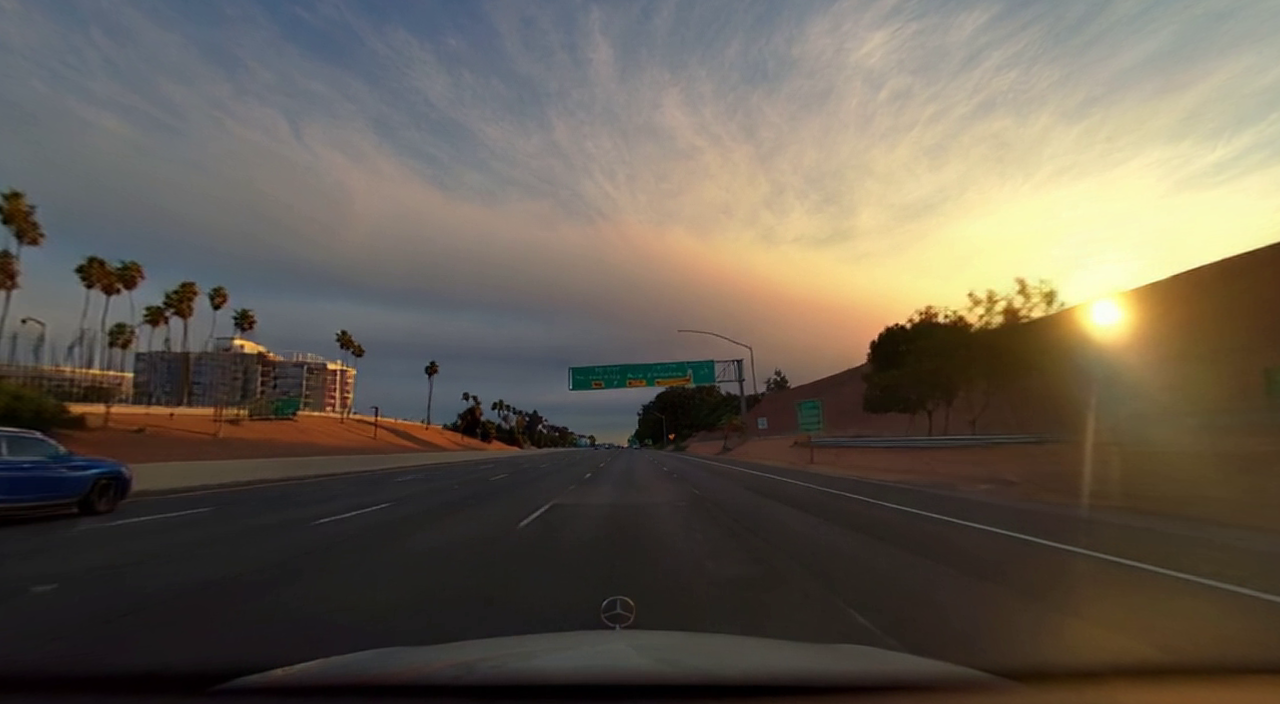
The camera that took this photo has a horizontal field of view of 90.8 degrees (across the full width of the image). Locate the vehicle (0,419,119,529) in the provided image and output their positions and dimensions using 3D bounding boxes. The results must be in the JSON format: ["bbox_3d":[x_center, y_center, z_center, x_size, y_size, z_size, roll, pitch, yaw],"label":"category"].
[{"bbox_3d":[-11.340,1.965,10.153,2.016,1.754,4.543,0,-8,0],"label":"vehicle"}]
